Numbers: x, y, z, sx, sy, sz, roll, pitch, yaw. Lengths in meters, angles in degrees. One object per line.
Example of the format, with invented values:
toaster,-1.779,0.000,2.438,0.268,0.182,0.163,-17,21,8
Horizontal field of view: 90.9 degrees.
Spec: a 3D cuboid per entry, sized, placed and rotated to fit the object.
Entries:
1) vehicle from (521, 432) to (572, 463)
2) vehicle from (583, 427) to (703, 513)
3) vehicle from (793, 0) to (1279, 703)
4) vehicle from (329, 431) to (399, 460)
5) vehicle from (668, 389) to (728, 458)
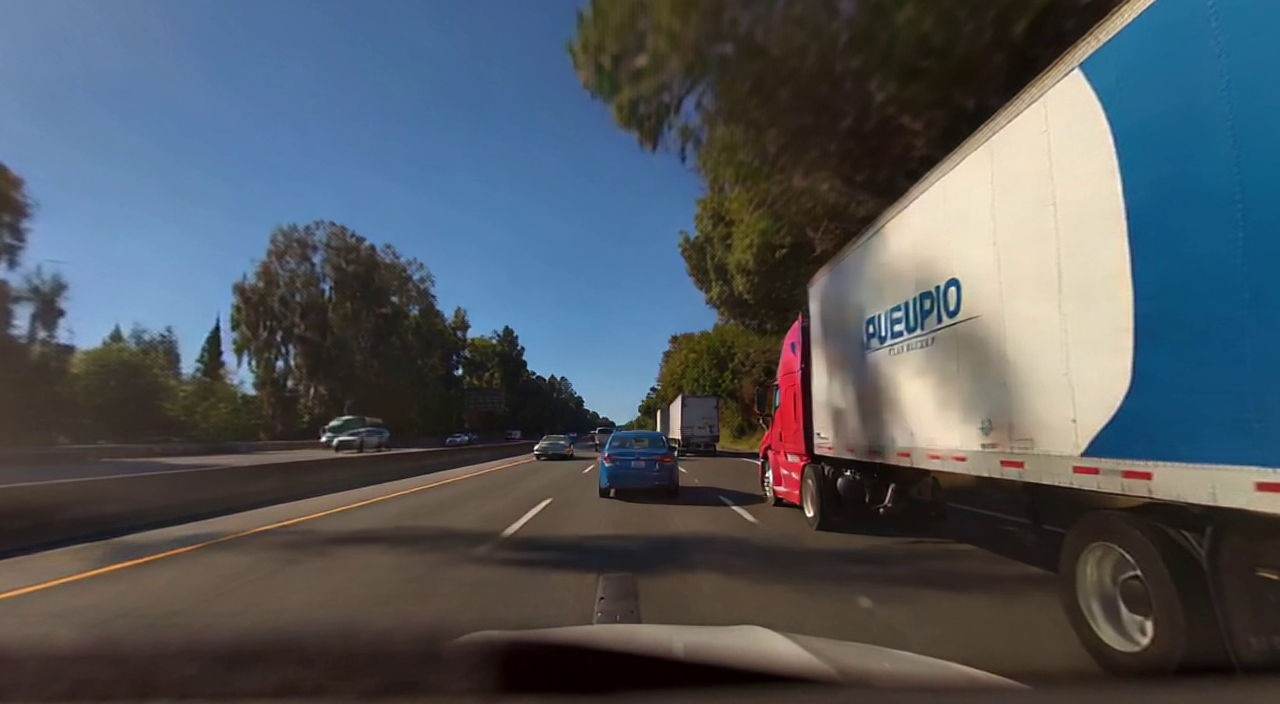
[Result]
vehicle,-4.743,4.895,32.561,1.983,1.434,4.451,0,-8,0
vehicle,0.007,2.228,12.468,2.021,1.435,3.611,0,-8,-2
vehicle,4.112,-0.162,3.729,2.816,4.070,14.136,0,-8,0
vehicle,-15.617,5.278,35.904,1.835,1.541,4.415,0,-7,2
vehicle,3.704,5.118,44.065,2.869,4.067,13.731,0,-8,0
